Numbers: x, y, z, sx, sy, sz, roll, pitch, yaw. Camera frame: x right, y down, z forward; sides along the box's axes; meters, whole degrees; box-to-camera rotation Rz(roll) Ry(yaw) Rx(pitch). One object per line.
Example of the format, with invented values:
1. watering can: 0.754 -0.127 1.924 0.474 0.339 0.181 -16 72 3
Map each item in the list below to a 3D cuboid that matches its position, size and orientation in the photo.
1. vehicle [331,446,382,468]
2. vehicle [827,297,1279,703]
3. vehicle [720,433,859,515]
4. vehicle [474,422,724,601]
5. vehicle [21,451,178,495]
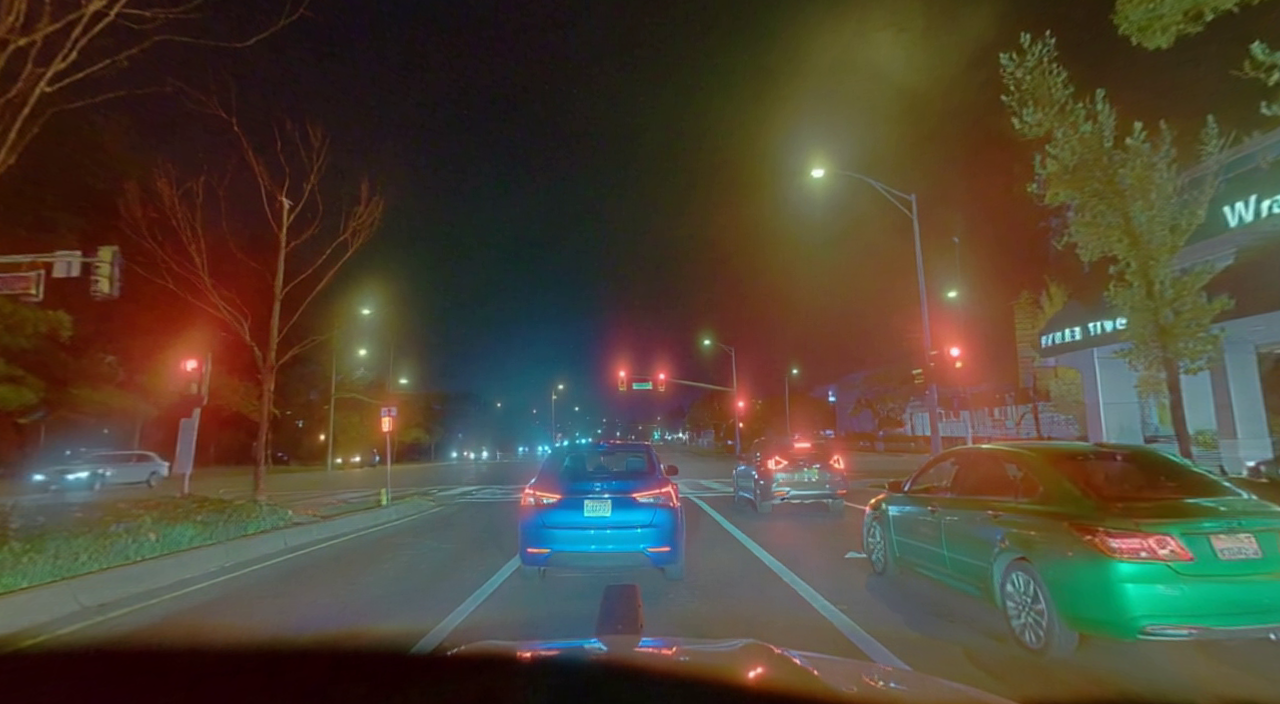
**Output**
1. vehicle: -22.030 8.156 49.308 1.955 1.653 4.245 0 -8 1
2. vehicle: 3.580 1.096 5.070 2.572 1.945 5.065 0 -8 0
3. vehicle: 3.153 2.682 14.431 2.026 1.549 4.559 0 -8 -1
4. vehicle: -0.370 1.655 7.413 2.143 1.520 3.848 0 -8 -1
5. vehicle: -21.552 4.804 25.536 2.091 1.534 4.846 0 -8 0
